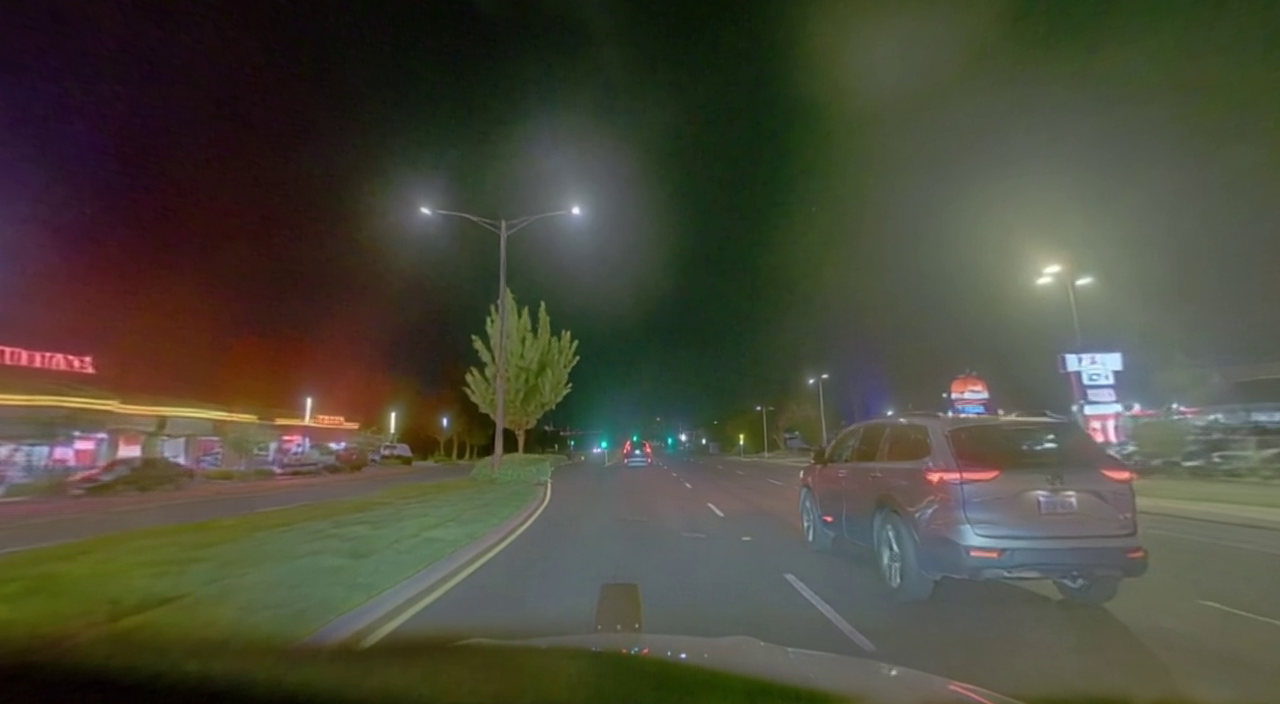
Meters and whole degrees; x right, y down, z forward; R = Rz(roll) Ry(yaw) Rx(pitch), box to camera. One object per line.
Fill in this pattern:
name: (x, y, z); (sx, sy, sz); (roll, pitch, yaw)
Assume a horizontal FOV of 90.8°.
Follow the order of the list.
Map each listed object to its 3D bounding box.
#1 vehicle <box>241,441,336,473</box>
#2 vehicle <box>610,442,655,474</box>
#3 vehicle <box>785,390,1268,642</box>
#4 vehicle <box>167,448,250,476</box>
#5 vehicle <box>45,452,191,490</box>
vehicle: (-25.963, 7.765, 46.826); (5.776, 1.932, 2.226); (-4, -9, 1)
vehicle: (-0.378, 5.312, 31.866); (2.126, 1.475, 3.967); (0, -8, -1)
vehicle: (3.152, 1.432, 6.566); (2.110, 1.698, 4.397); (0, -8, -2)
vehicle: (-28.778, 7.304, 42.377); (1.942, 1.695, 5.231); (1, -9, -2)
vehicle: (-22.544, 5.135, 27.429); (4.625, 1.516, 2.007); (-1, -8, 3)
